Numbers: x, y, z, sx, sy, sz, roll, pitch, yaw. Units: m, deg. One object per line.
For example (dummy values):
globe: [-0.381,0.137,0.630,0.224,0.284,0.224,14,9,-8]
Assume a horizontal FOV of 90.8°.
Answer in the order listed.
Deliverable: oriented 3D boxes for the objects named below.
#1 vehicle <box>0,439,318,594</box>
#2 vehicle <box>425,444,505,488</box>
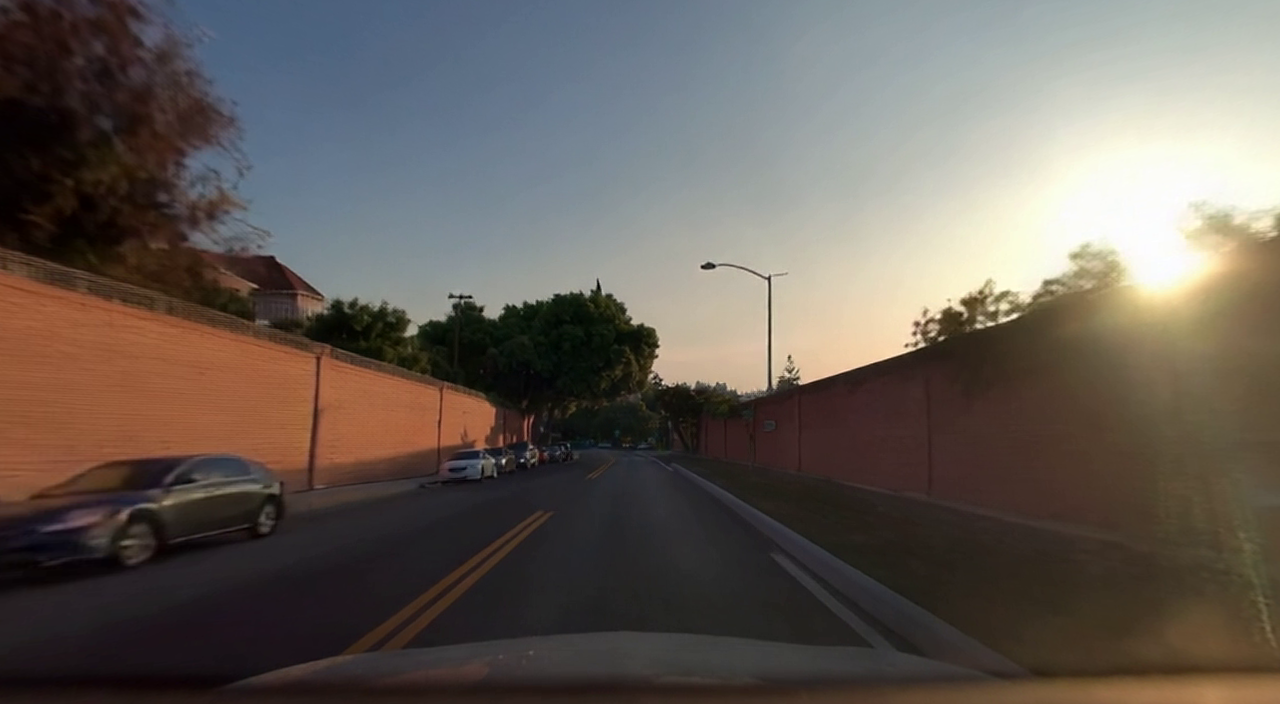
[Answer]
vehicle: [-6.712,2.026,8.905,1.929,1.491,4.642,3,-8,-1]
vehicle: [-6.946,4.528,25.562,1.989,1.485,4.218,2,-7,0]
